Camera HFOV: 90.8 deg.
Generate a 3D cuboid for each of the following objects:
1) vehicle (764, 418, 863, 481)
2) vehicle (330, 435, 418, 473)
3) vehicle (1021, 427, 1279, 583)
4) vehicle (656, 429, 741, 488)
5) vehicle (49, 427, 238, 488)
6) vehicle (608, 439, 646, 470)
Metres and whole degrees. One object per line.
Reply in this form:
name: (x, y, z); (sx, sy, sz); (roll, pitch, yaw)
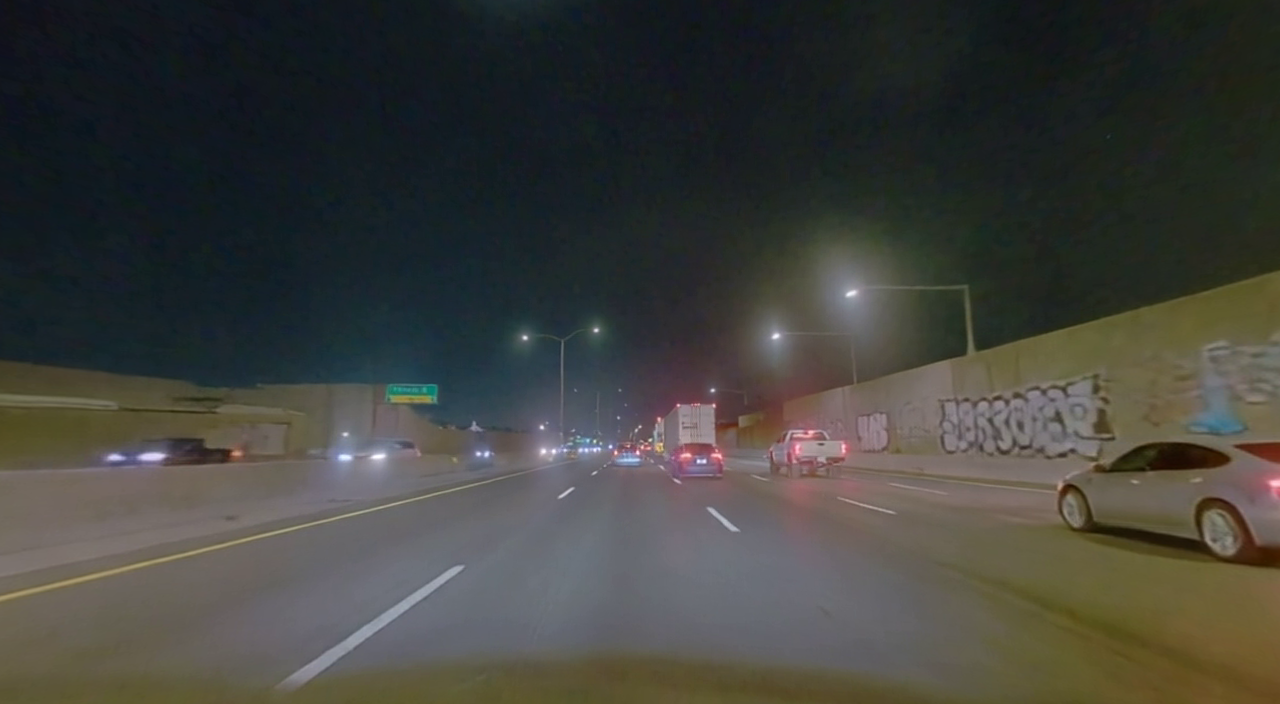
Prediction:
vehicle: (7.174, 4.152, 27.058); (2.322, 2.360, 6.433); (0, -9, -1)
vehicle: (-13.025, 5.039, 31.350); (2.309, 1.726, 4.818); (0, -9, -1)
vehicle: (7.058, 1.703, 7.637); (1.915, 1.476, 4.677); (0, -9, -1)
vehicle: (1.927, 3.778, 22.697); (2.249, 1.843, 5.176); (0, -9, -4)
vehicle: (-17.379, 3.746, 22.637); (2.272, 1.893, 5.579); (0, -9, -1)
vehicle: (-0.755, 5.905, 36.493); (2.073, 1.640, 3.990); (0, -9, -1)
